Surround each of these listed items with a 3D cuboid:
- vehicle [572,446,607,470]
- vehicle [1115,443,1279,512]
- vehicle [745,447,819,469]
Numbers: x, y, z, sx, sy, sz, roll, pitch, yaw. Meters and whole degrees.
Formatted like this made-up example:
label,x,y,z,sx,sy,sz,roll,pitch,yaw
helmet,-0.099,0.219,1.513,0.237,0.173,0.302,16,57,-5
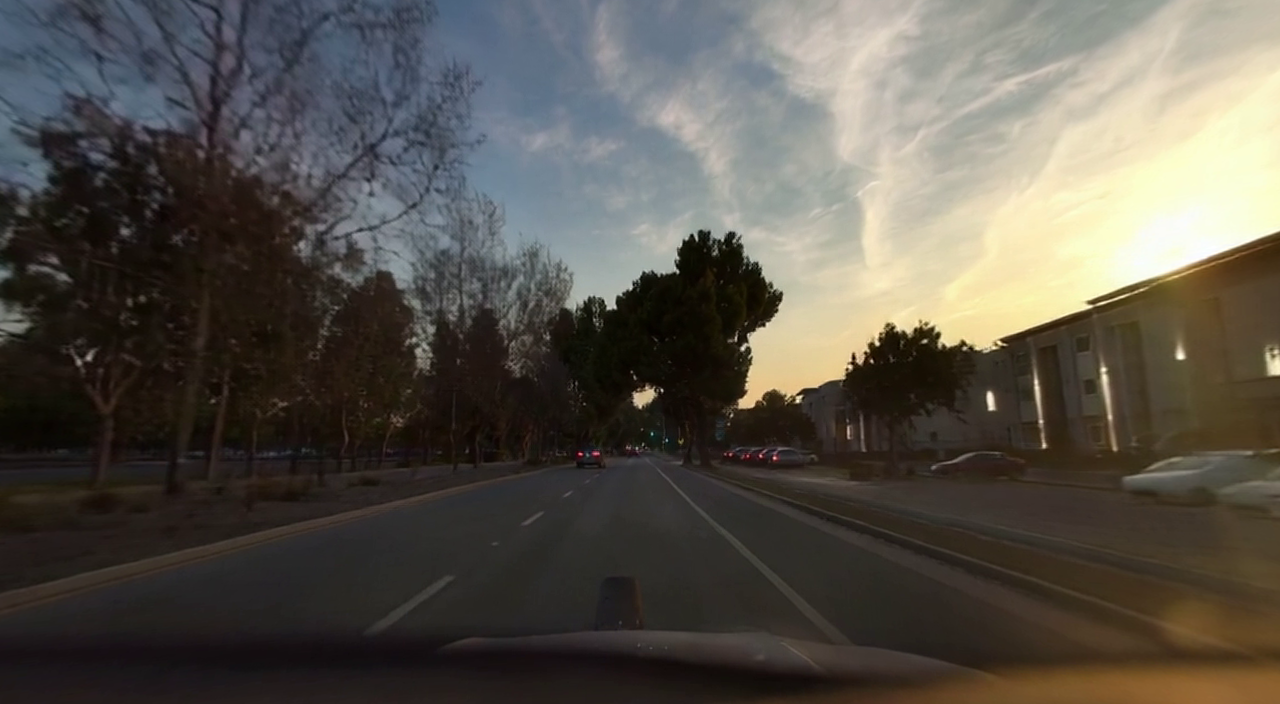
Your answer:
label,x,y,z,sx,sy,sz,roll,pitch,yaw
vehicle,-3.347,7.089,42.459,2.030,1.550,3.925,0,-8,0
vehicle,15.947,3.359,17.332,4.490,1.696,2.032,1,-9,-11
vehicle,9.713,7.270,43.344,4.466,1.440,2.091,0,-9,-5
